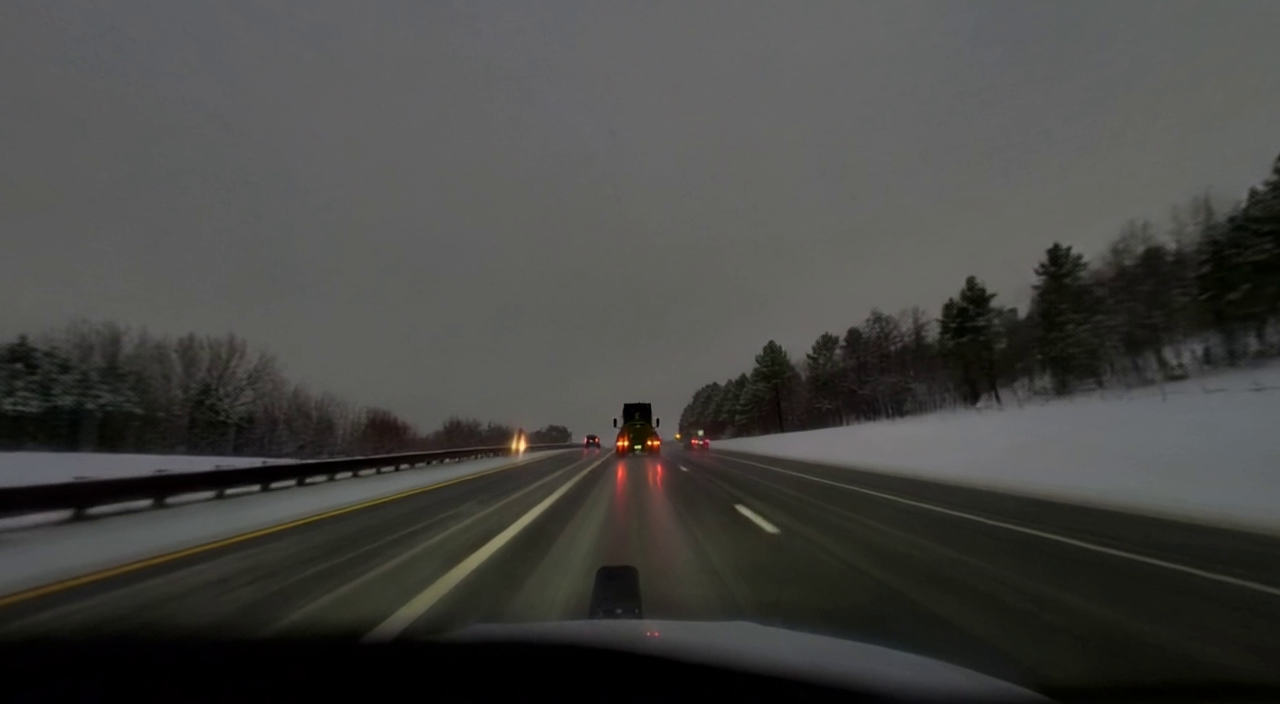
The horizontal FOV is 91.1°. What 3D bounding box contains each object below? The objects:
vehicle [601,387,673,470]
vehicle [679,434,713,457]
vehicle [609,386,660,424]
[{"bbox_3d":[-0.318,4.007,32.673,2.953,3.406,13.372,0,-7,-2],"label":"vehicle"},{"bbox_3d":[3.795,6.418,43.210,1.910,1.492,4.324,0,-8,-1],"label":"vehicle"},{"bbox_3d":[-0.234,2.421,28.121,2.112,1.472,4.240,0,-8,0],"label":"vehicle"}]
